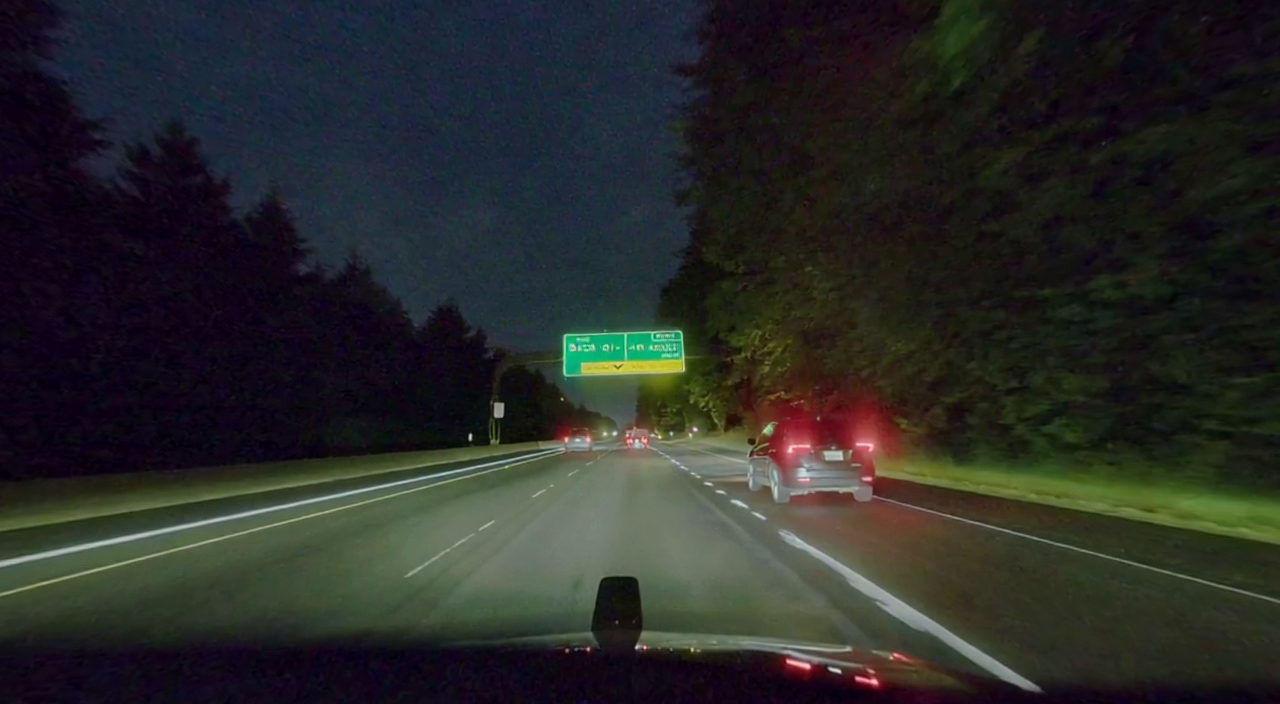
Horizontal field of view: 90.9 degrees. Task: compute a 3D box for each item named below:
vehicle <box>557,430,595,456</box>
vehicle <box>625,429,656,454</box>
[{"bbox_3d":[-4.128,5.949,41.182,2.055,1.610,4.116,0,-8,0],"label":"vehicle"},{"bbox_3d":[0.002,6.589,46.457,2.170,1.790,4.490,0,-8,0],"label":"vehicle"}]
